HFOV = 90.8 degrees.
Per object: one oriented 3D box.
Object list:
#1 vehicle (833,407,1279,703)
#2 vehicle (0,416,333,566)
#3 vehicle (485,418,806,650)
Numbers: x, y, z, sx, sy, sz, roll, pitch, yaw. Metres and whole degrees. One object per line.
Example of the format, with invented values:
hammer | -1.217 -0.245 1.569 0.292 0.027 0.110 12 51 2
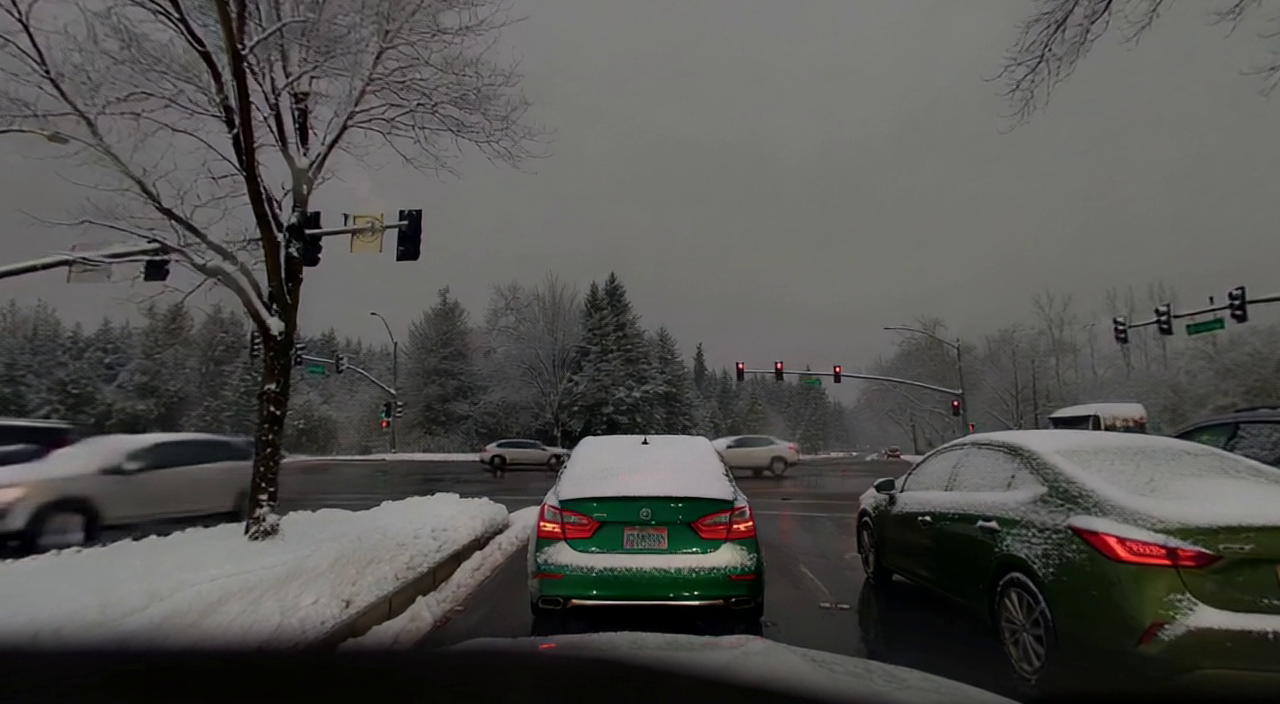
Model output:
vehicle | 3.098 1.300 4.859 1.861 1.479 4.371 0 -9 0
vehicle | -6.726 1.670 8.213 2.047 1.473 4.673 -3 -9 22
vehicle | 0.030 1.467 6.150 2.026 1.458 4.175 0 -9 0
